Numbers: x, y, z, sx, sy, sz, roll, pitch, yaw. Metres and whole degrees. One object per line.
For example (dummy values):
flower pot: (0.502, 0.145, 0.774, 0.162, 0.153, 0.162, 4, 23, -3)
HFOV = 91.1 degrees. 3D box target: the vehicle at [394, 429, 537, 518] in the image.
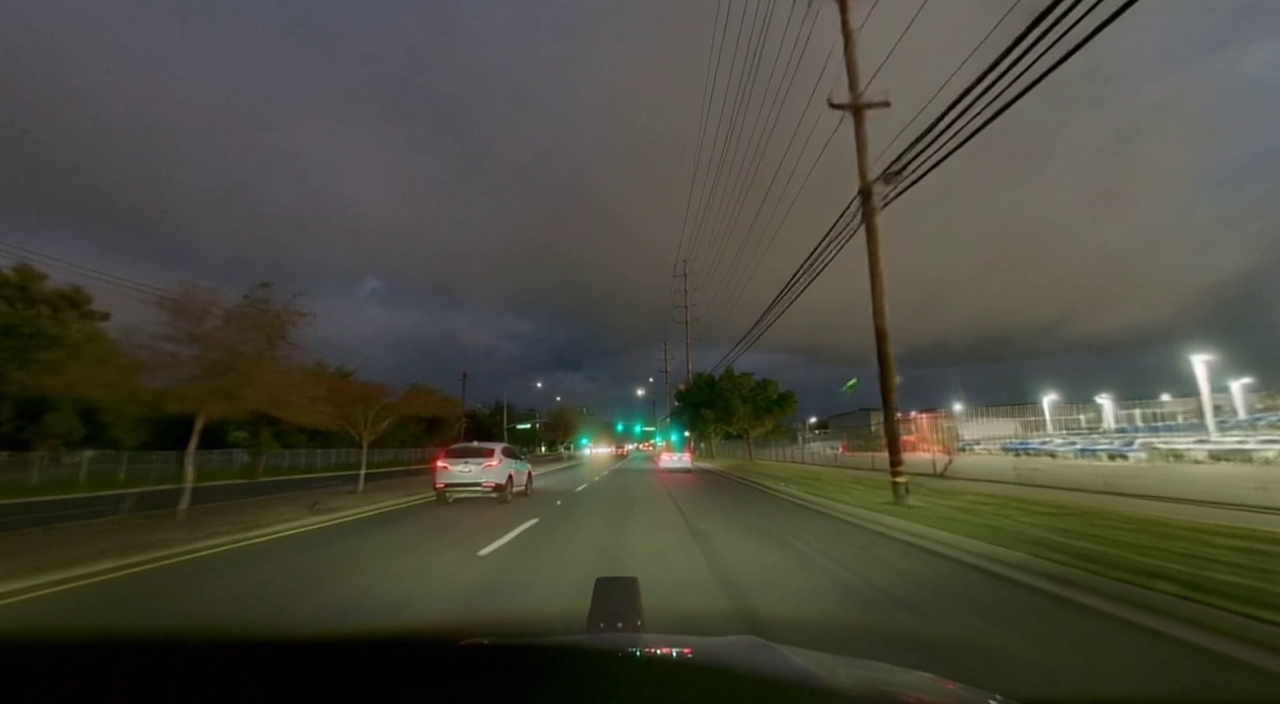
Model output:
vehicle: (-3.754, 2.681, 14.426, 1.950, 1.692, 4.397, 0, -8, 1)

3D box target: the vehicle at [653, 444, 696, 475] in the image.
vehicle: (1.709, 5.517, 32.524, 2.059, 1.486, 3.980, 0, -8, 1)
